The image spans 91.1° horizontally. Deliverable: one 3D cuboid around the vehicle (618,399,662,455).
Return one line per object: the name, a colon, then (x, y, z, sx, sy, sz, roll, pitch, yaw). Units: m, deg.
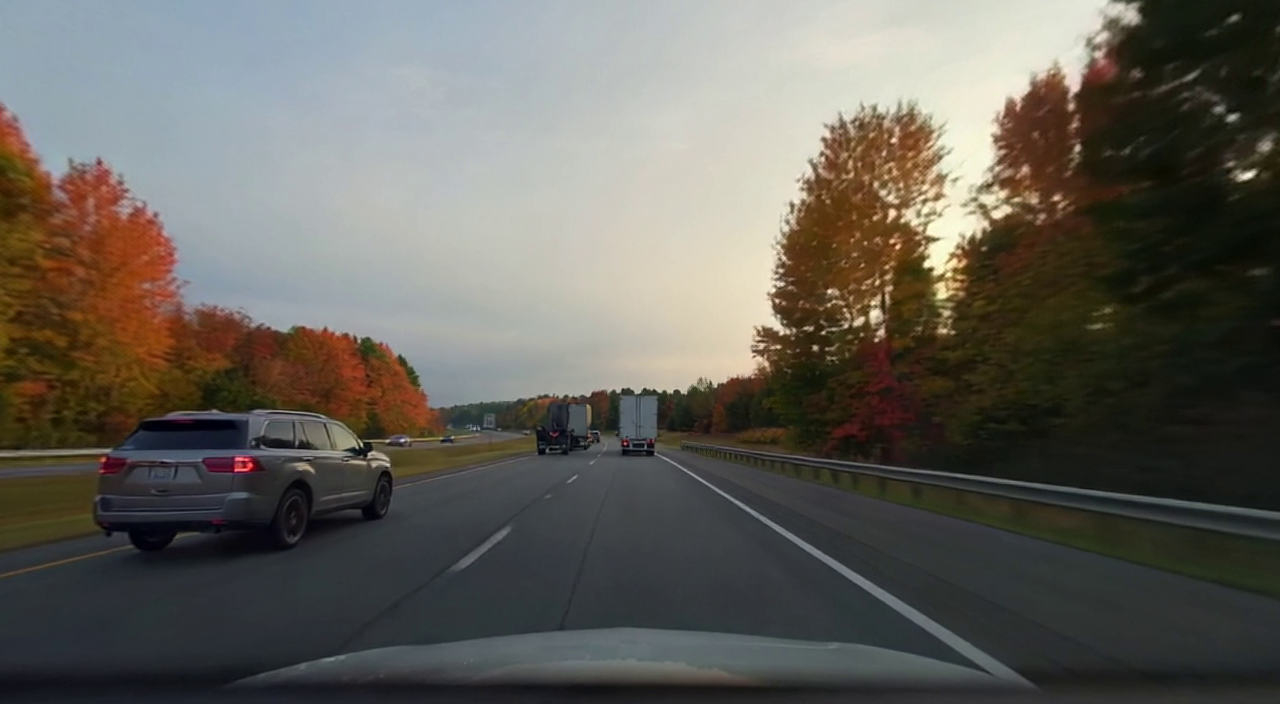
vehicle: (-0.154, 5.918, 48.982, 3.078, 3.955, 8.774, 1, -8, -2)

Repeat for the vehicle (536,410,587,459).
vehicle: (-4.671, 5.048, 38.220, 2.383, 2.726, 5.677, 0, -8, 0)

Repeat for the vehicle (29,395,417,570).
vehicle: (-4.837, 1.568, 8.389, 2.089, 1.669, 4.515, 0, -8, 0)
